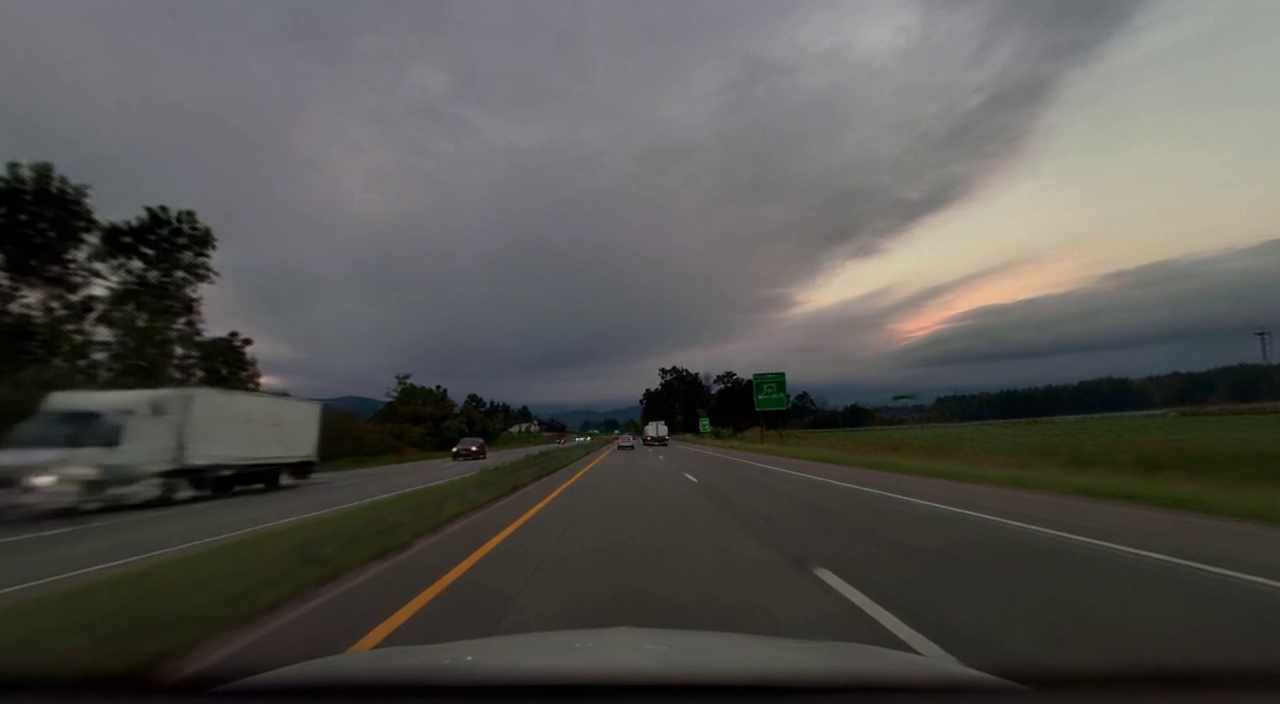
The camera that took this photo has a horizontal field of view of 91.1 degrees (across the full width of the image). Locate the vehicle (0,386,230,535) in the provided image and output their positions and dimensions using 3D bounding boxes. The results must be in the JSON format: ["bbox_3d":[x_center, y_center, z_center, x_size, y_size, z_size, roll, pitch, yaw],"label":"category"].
[{"bbox_3d":[-12.469,2.323,14.227,2.337,2.633,5.925,0,-8,0],"label":"vehicle"}]

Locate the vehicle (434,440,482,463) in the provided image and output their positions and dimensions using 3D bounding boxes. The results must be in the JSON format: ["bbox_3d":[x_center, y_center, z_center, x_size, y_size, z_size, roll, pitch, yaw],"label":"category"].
[{"bbox_3d":[-12.796,7.009,44.496,1.985,1.544,4.619,0,-8,0],"label":"vehicle"}]
